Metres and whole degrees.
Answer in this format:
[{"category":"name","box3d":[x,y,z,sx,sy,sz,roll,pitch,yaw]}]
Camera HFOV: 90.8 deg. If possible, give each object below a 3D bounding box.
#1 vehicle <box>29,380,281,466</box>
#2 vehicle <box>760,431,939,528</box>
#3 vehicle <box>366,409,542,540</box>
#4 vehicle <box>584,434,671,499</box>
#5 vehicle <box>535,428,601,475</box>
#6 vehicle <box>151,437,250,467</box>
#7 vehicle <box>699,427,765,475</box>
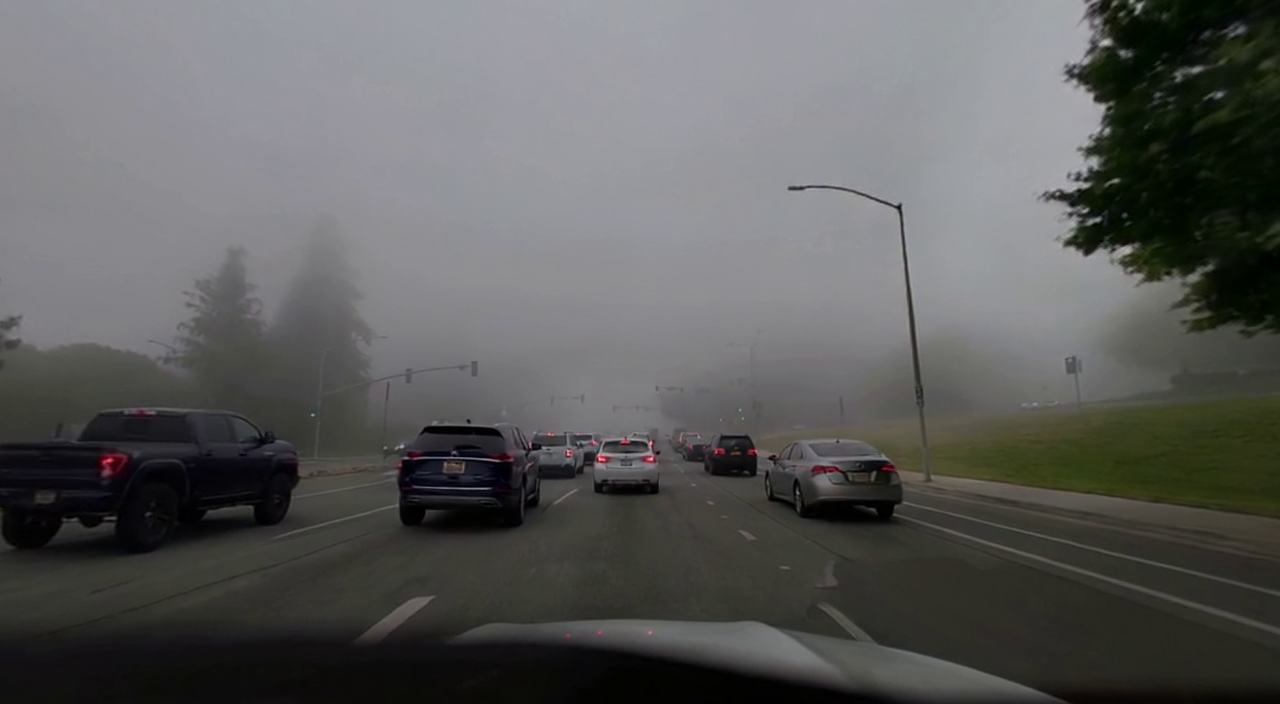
[{"category":"vehicle","box3d":[-27.917,4.522,38.186,3.181,4.189,14.107,-1,-8,4]},{"category":"vehicle","box3d":[3.605,2.259,11.807,1.884,1.463,4.195,0,-8,0]},{"category":"vehicle","box3d":[-2.921,2.045,11.264,2.111,1.745,5.274,1,-8,-7]},{"category":"vehicle","box3d":[-0.305,2.990,16.920,2.030,1.477,4.330,0,-8,0]},{"category":"vehicle","box3d":[-3.013,4.295,27.391,2.218,1.829,4.492,0,-8,2]},{"category":"vehicle","box3d":[-23.437,5.362,33.958,1.865,1.493,4.712,-1,-8,2]},{"category":"vehicle","box3d":[3.829,4.207,27.058,2.099,1.845,4.363,0,-8,0]}]
